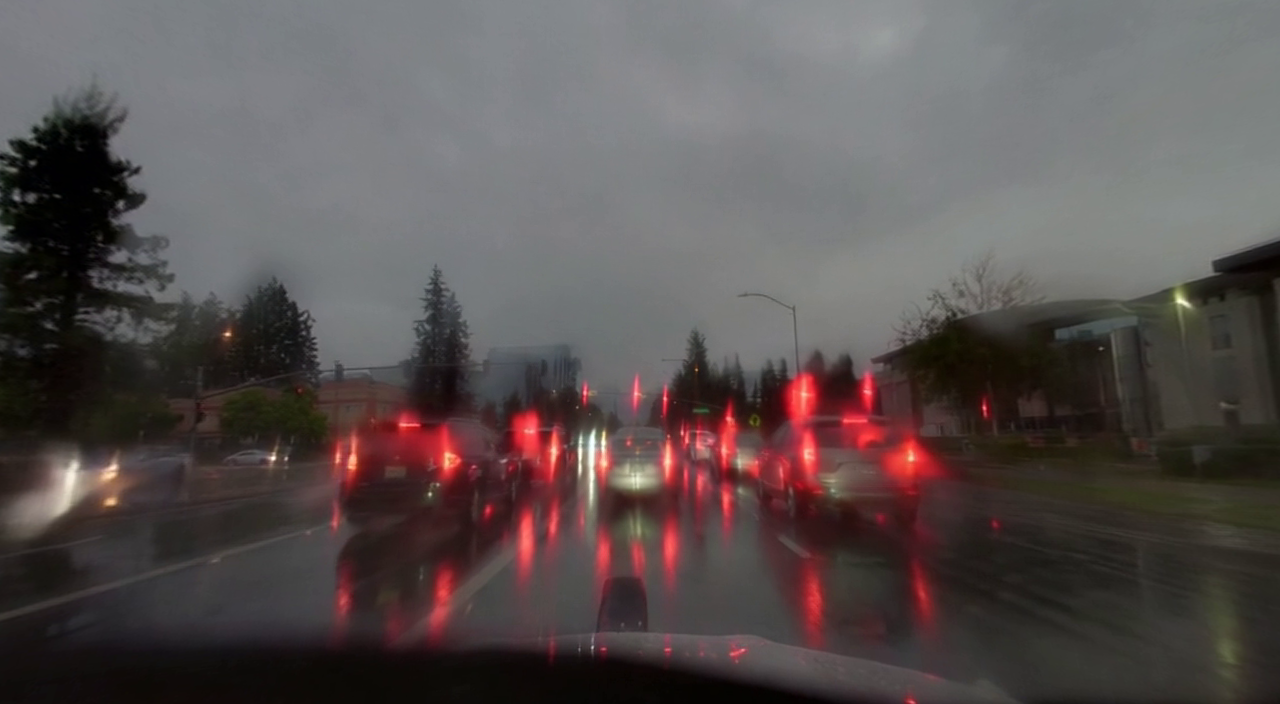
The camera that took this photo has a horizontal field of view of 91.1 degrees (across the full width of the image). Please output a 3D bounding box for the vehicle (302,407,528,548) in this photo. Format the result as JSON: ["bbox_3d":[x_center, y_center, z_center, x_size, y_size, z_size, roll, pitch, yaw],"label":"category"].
[{"bbox_3d":[-3.134,1.843,9.867,1.912,1.703,4.261,0,-8,1],"label":"vehicle"}]

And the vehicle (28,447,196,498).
[{"bbox_3d":[-21.347,4.831,25.842,2.219,1.786,5.705,1,-8,-4],"label":"vehicle"}]

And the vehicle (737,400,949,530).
[{"bbox_3d":[3.255,1.945,11.328,2.141,1.833,4.704,0,-8,-2],"label":"vehicle"}]

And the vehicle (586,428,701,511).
[{"bbox_3d":[0.043,2.366,13.082,2.021,1.461,3.862,0,-8,0],"label":"vehicle"}]
